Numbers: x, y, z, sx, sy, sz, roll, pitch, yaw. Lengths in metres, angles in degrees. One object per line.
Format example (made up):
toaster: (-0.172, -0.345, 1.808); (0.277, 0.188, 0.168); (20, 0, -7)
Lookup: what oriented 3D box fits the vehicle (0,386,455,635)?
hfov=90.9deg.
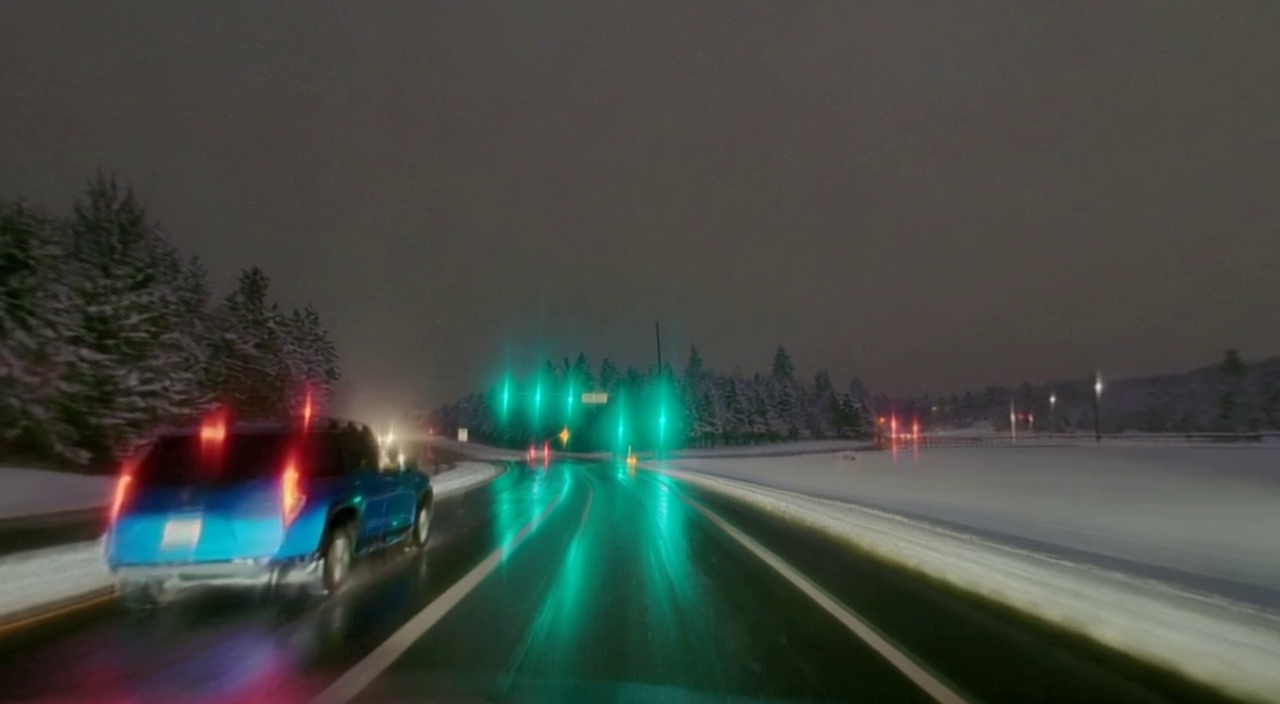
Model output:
vehicle: (-4.032, 1.550, 7.302); (2.336, 1.857, 4.986); (0, -8, -1)

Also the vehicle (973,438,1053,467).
vehicle: (20.942, 5.630, 35.329); (4.141, 1.451, 1.720); (2, -10, -26)
